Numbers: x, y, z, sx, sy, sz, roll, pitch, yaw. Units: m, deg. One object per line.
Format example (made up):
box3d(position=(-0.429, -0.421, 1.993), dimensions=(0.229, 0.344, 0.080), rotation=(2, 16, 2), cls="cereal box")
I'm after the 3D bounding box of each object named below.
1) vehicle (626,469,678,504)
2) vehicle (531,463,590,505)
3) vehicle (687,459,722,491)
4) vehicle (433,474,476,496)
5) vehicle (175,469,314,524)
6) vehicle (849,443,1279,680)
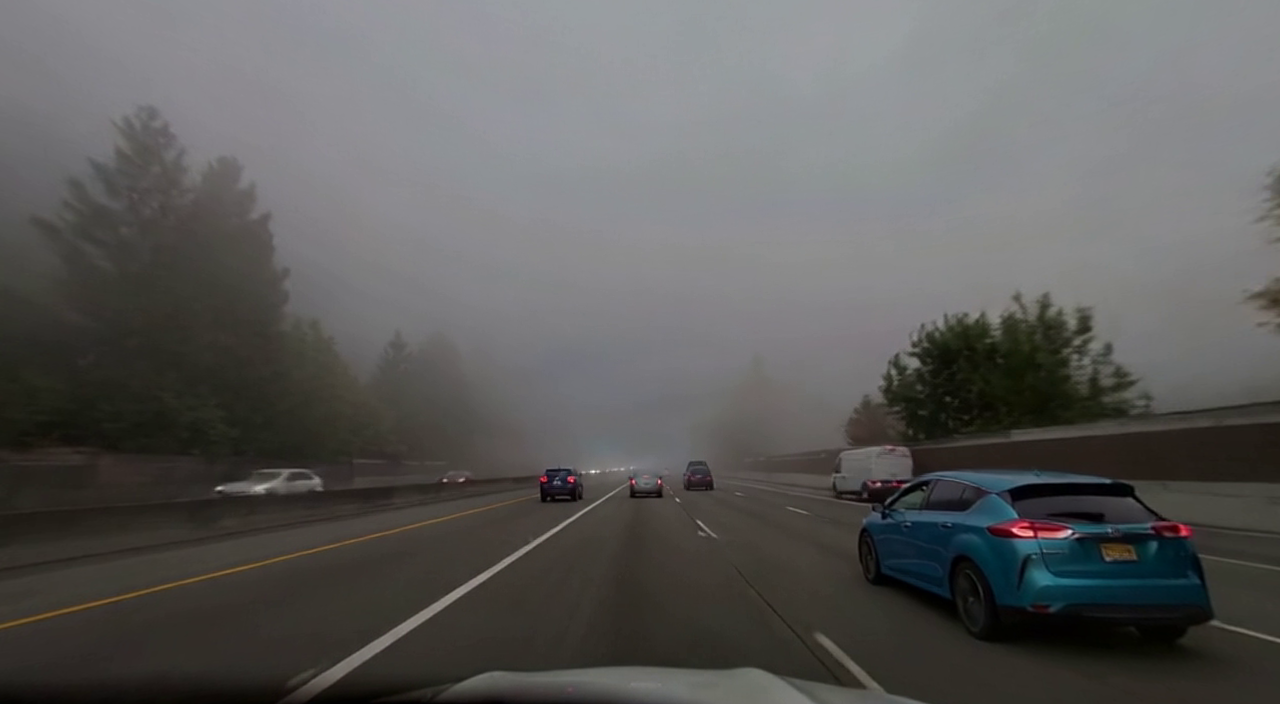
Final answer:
box3d(position=(0.528, 6.173, 29.105), dimensions=(2.241, 1.425, 3.973), rotation=(1, -10, 1), cls="vehicle")
box3d(position=(-3.540, 5.968, 28.754), dimensions=(2.021, 1.706, 4.247), rotation=(1, -10, 1), cls="vehicle")
box3d(position=(4.562, 8.774, 45.011), dimensions=(2.030, 2.172, 3.621), rotation=(1, -10, -1), cls="vehicle")
box3d(position=(-13.991, 10.037, 47.772), dimensions=(1.814, 1.486, 4.645), rotation=(1, -10, 0), cls="vehicle")
box3d(position=(-13.185, 4.810, 21.398), dimensions=(1.921, 1.633, 4.323), rotation=(1, -10, -1), cls="vehicle")
box3d(position=(3.698, 1.769, 6.231), dimensions=(1.938, 1.561, 3.786), rotation=(1, -10, 0), cls="vehicle")
